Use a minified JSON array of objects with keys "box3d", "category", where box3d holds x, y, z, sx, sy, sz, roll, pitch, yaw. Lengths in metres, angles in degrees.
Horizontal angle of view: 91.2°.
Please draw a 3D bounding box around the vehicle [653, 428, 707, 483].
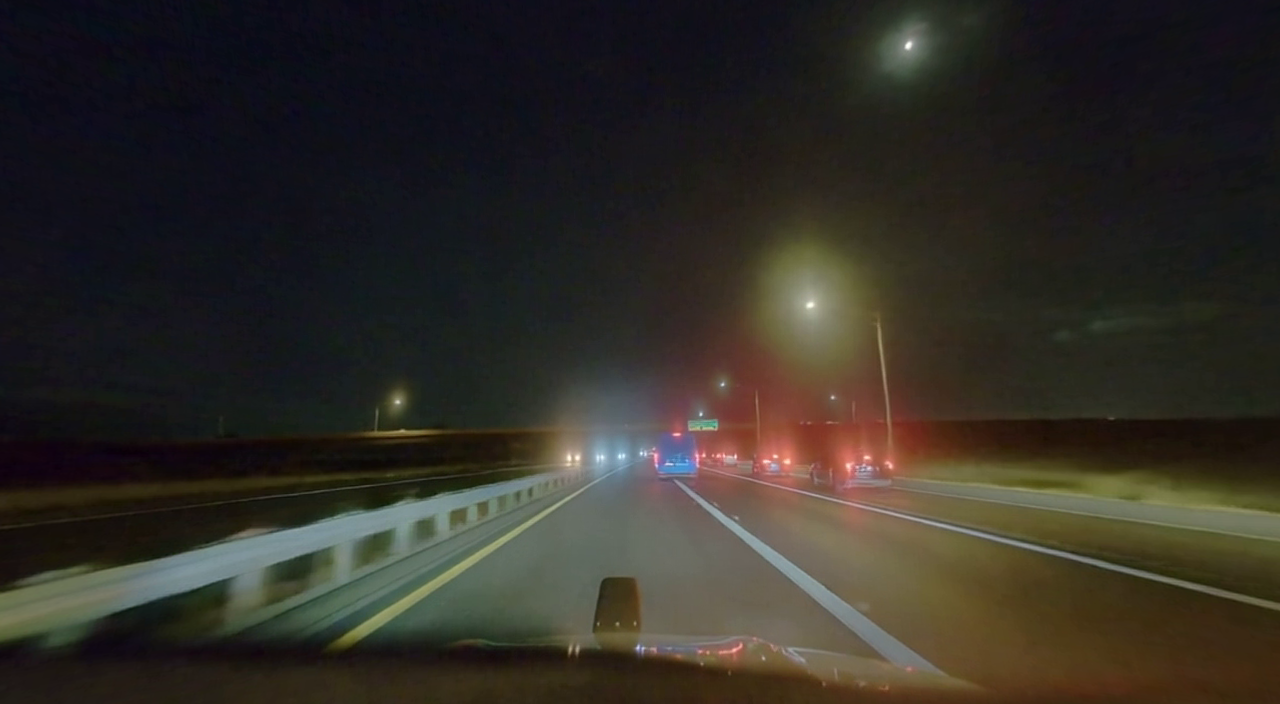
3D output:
[{"box3d":[1.969,5.396,32.899,2.560,2.598,5.581,0,-9,1],"category":"vehicle"}]
